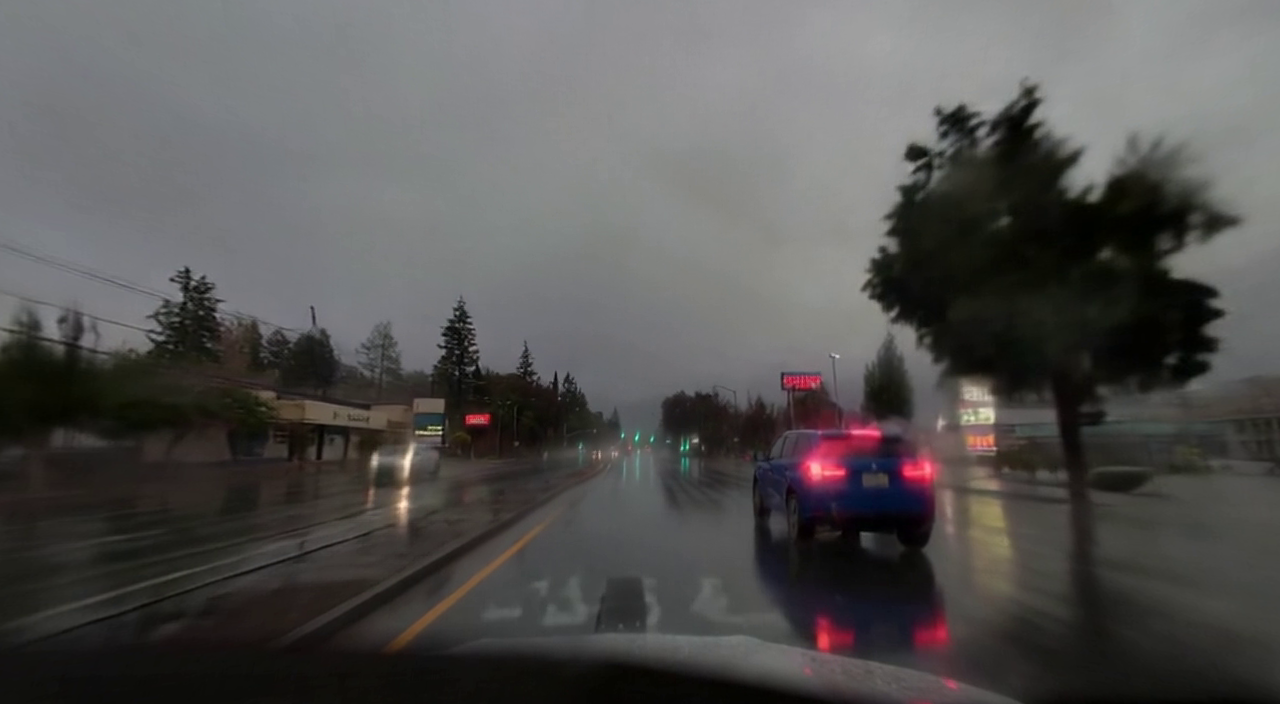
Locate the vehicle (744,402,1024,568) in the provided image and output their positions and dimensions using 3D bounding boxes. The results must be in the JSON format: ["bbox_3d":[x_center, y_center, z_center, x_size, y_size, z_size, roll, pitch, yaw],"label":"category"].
[{"bbox_3d":[3.039,1.789,9.232,2.130,1.790,4.615,0,-9,-1],"label":"vehicle"}]
